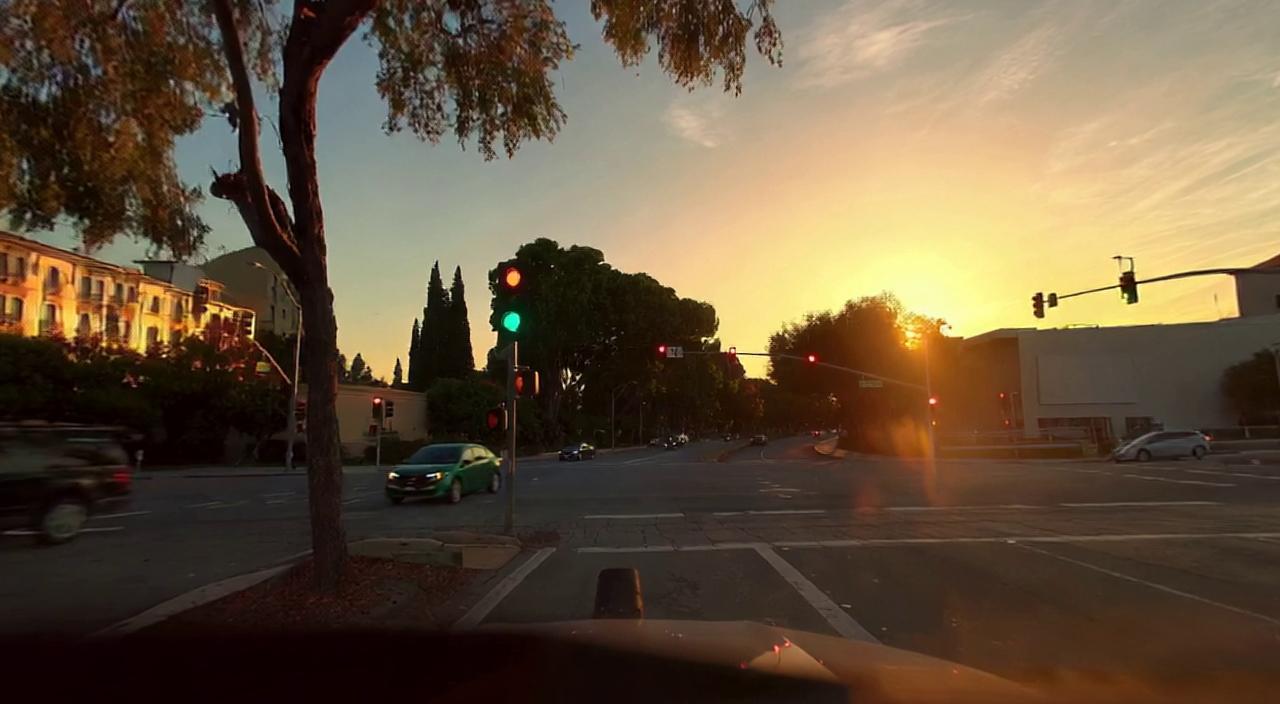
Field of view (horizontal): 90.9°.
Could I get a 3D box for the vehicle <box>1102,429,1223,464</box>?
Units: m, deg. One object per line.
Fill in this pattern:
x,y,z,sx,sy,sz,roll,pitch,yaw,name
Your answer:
25.910,4.683,31.365,4.441,1.674,2.035,1,-8,-8,vehicle

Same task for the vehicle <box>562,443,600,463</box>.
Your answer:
-4.485,7.726,48.441,1.877,1.481,3.853,-2,-8,11,vehicle

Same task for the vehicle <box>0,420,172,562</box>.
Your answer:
-8.832,1.743,8.035,2.198,1.703,4.461,0,-8,2,vehicle

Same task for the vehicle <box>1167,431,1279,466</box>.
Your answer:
26.301,4.247,27.888,4.644,1.470,1.922,1,-8,-10,vehicle

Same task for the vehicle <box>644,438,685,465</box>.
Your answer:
1.726,6.774,43.262,2.197,1.739,4.177,-2,-8,10,vehicle

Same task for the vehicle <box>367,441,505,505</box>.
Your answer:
-5.286,3.186,17.135,2.016,1.474,4.634,-1,-8,3,vehicle
